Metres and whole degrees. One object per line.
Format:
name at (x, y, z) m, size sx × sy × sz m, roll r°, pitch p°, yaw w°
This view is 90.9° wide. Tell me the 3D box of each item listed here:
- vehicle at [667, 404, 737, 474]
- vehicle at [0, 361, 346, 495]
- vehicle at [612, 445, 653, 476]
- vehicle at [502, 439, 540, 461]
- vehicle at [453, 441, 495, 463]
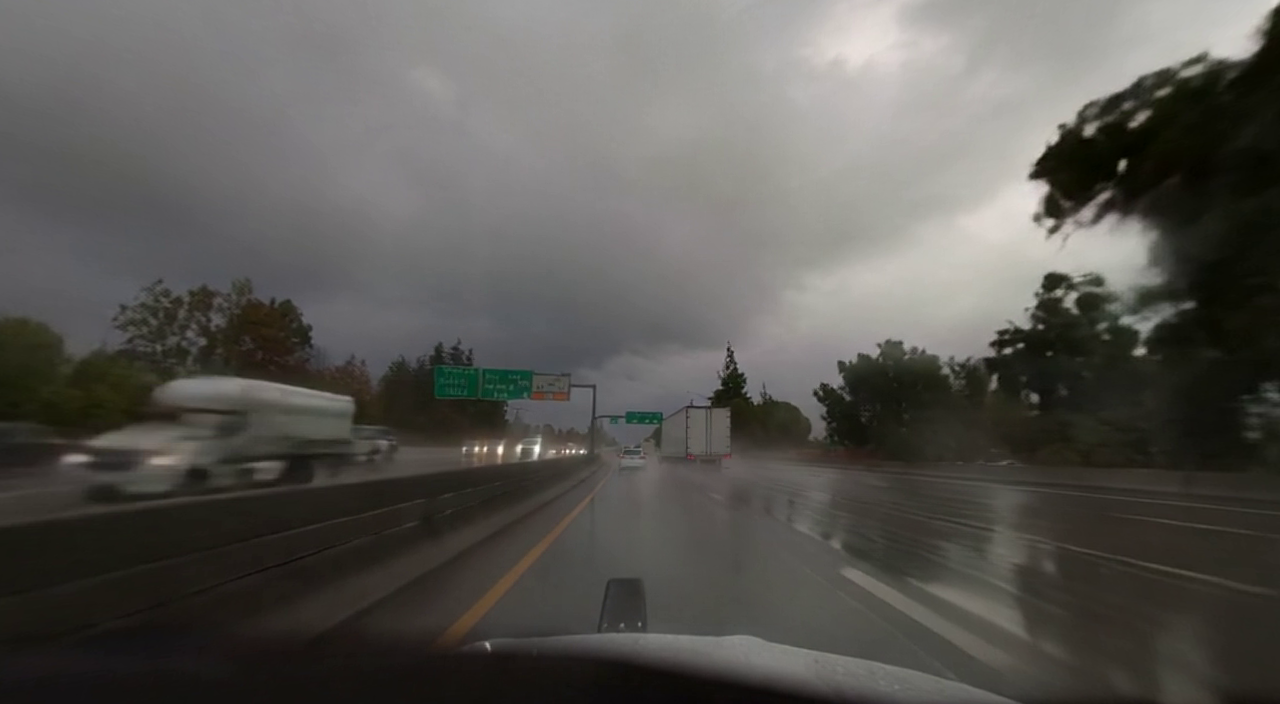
vehicle at (3.830, 5.967, 42.504) m, size 2.931 × 4.009 × 12.800 m, roll 0°, pitch -9°, yaw -2°
vehicle at (-7.339, 1.381, 10.757) m, size 2.099 × 1.725 × 5.303 m, roll 0°, pitch -9°, yaw 0°
vehicle at (-0.427, 5.949, 34.685) m, size 2.111 × 1.599 × 3.859 m, roll 0°, pitch -9°, yaw -2°
vehicle at (-8.194, 6.837, 43.867) m, size 1.877 × 1.481 × 4.062 m, roll 0°, pitch -9°, yaw 0°
vehicle at (-12.162, 7.357, 46.482) m, size 1.867 × 1.499 × 4.538 m, roll 0°, pitch -9°, yaw -1°
